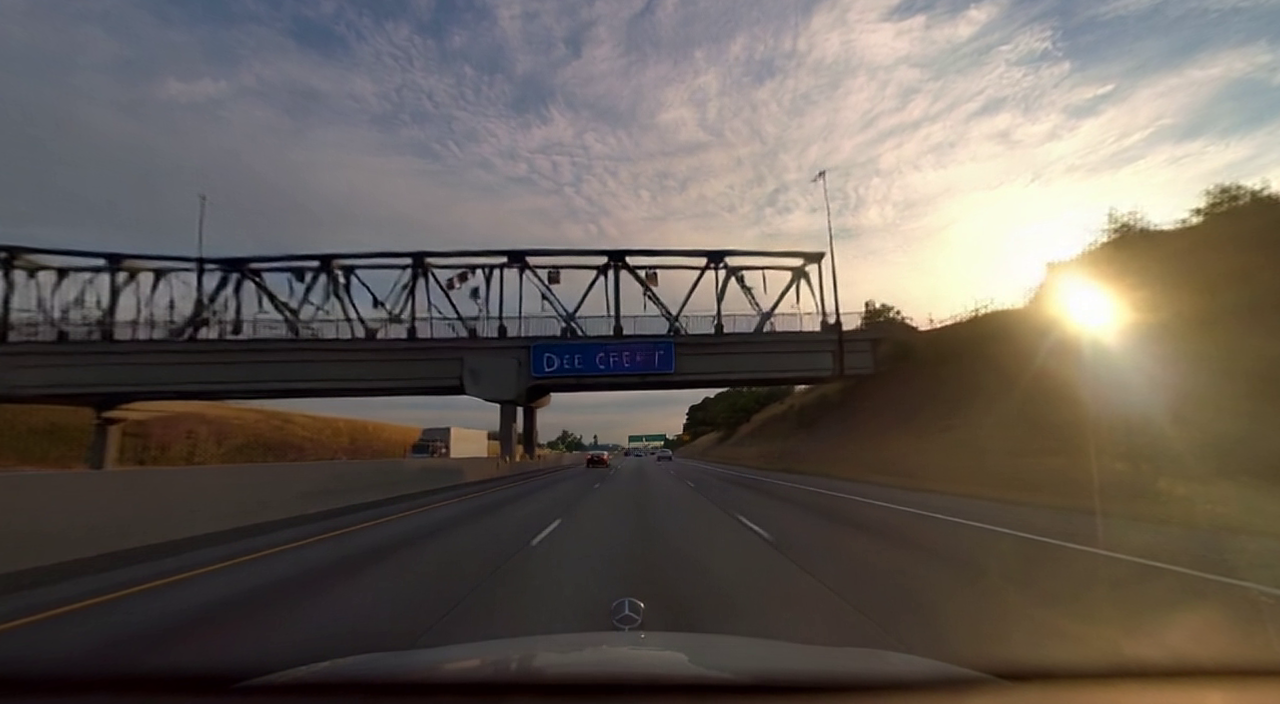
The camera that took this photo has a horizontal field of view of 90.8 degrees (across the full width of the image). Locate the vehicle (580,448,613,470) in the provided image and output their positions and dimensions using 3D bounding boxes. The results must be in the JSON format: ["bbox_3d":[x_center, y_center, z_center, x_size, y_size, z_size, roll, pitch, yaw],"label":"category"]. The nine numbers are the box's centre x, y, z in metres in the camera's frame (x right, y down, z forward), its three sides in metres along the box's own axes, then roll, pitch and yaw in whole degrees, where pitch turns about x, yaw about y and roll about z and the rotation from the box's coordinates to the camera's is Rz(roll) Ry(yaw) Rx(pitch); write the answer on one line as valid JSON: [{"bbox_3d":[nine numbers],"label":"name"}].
[{"bbox_3d":[-3.232,8.123,48.124,2.180,1.537,4.459,0,-9,0],"label":"vehicle"}]
